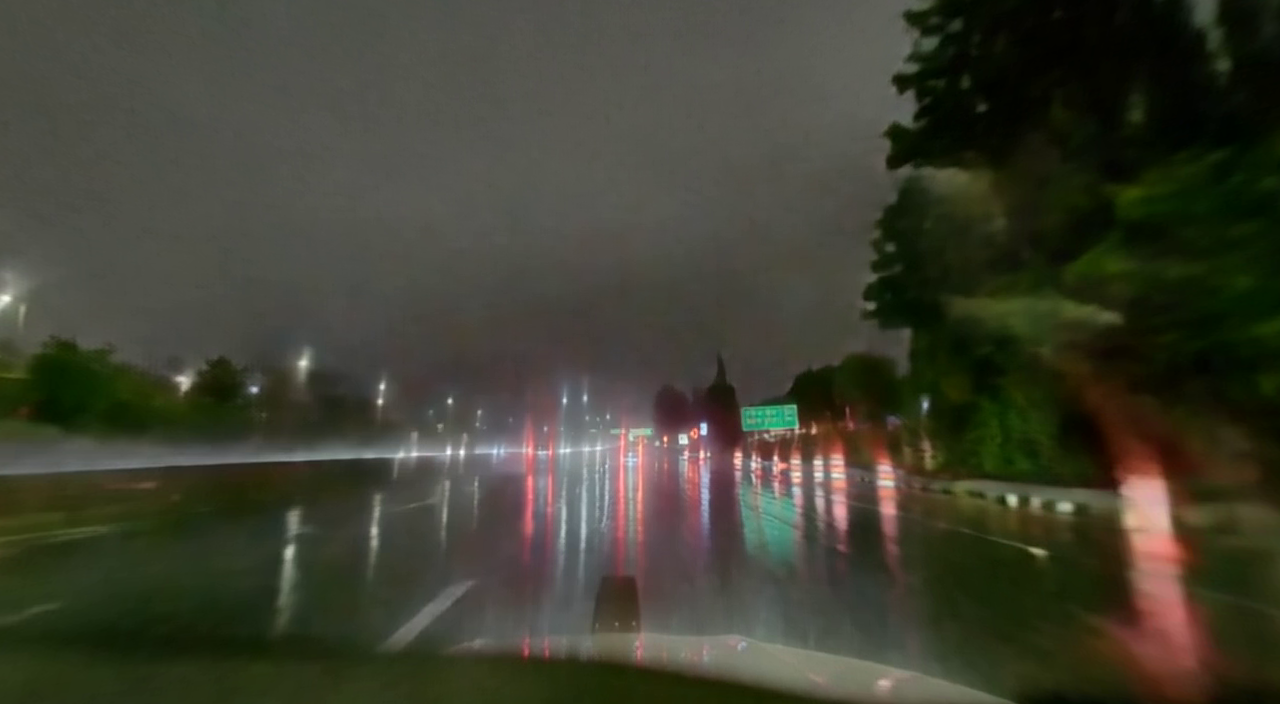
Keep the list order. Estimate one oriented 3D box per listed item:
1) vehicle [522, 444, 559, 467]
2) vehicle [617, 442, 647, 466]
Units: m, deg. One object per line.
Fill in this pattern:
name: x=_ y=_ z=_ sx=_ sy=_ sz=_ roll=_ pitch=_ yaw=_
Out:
vehicle: x=-6.971 y=7.311 z=44.727 sx=1.997 sy=1.507 sz=4.248 roll=0 pitch=-9 yaw=0
vehicle: x=-0.580 y=7.352 z=45.664 sx=2.109 sy=1.638 sz=3.856 roll=0 pitch=-9 yaw=-1
